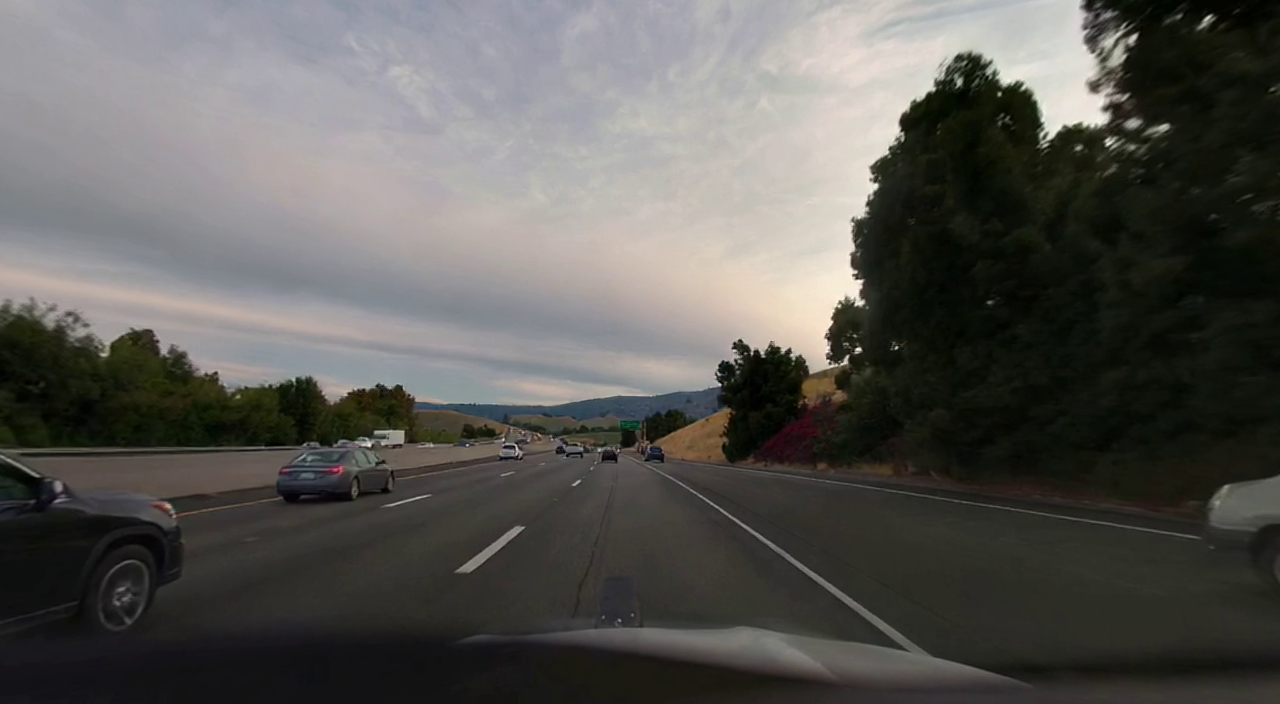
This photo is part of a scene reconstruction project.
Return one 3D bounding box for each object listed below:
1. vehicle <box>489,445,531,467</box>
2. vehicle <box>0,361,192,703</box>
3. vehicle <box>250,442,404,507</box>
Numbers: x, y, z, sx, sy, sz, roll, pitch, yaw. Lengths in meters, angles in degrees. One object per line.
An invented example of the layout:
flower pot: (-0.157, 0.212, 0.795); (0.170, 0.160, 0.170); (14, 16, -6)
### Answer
vehicle: (-8.867, 7.092, 43.353); (2.020, 1.447, 4.322); (0, -8, -1)
vehicle: (-4.049, 0.728, 1.767); (2.166, 1.700, 4.661); (0, -8, 0)
vehicle: (-8.162, 3.199, 17.036); (1.975, 1.520, 4.390); (0, -8, -1)
